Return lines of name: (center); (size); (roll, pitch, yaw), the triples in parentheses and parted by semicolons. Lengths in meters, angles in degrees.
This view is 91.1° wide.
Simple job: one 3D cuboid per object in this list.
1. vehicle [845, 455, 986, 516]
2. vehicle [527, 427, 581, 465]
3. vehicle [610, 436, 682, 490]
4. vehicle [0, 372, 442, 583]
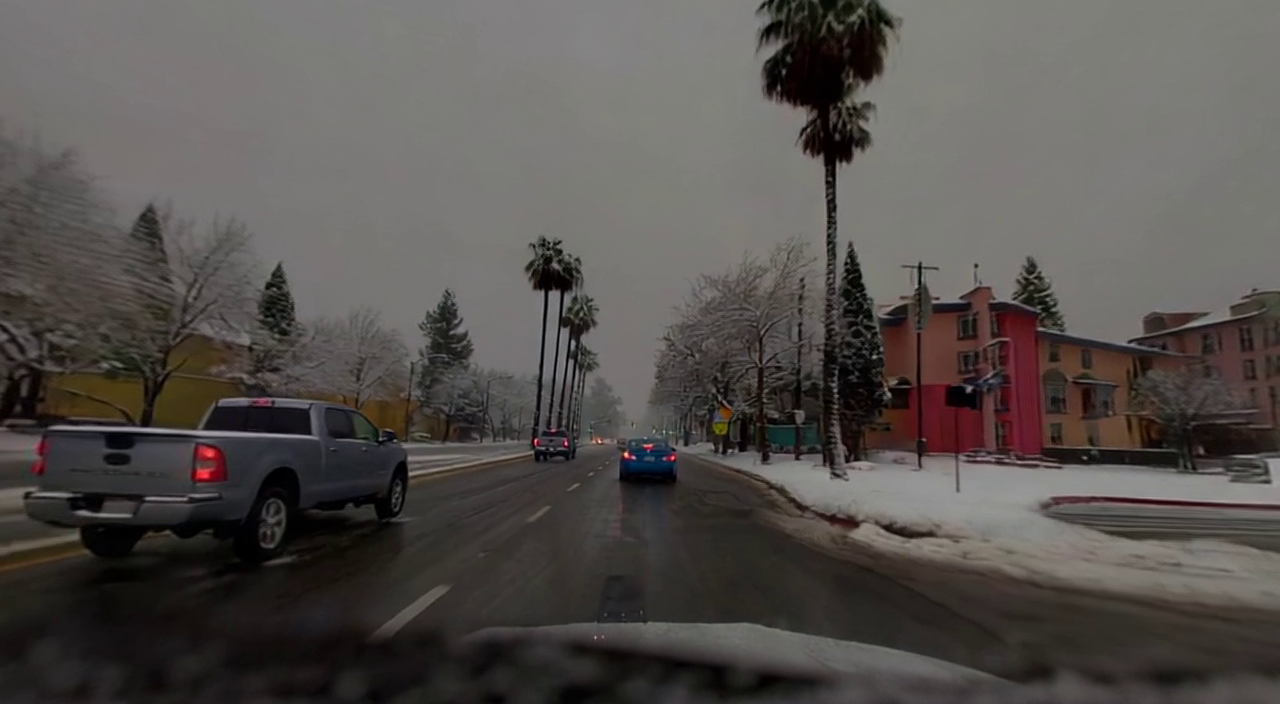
vehicle: (6.961, 3.389, 16.350); (2.949, 1.209, 3.070); (0, -8, 16)
vehicle: (-5.007, 5.613, 37.457); (2.447, 2.062, 5.911); (0, -8, 0)
vehicle: (0.164, 3.575, 20.614); (2.122, 1.562, 4.152); (0, -8, 0)
vehicle: (-4.869, 1.569, 8.779); (2.187, 1.904, 6.103); (0, -8, 0)
